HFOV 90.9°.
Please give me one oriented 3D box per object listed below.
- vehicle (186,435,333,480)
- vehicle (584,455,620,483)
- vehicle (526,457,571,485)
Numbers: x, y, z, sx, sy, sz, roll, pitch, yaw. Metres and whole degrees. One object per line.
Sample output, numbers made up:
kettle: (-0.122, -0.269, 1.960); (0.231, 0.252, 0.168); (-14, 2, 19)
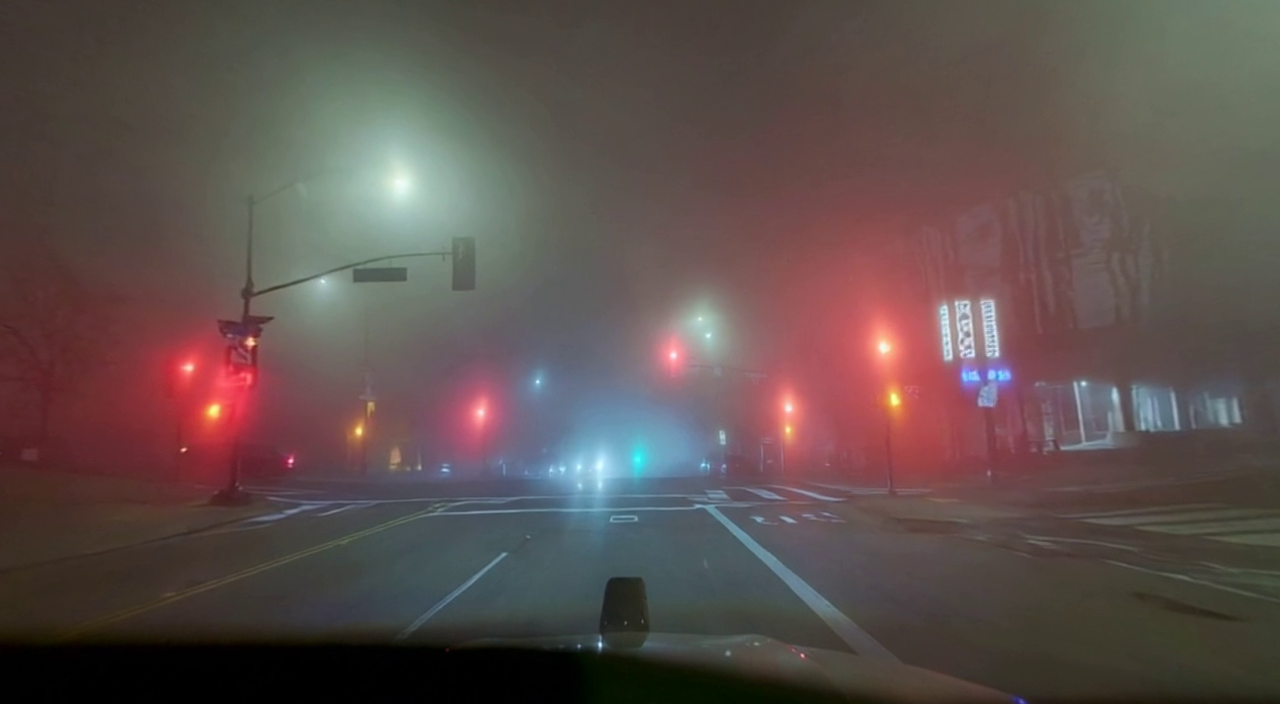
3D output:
vehicle: (-17.668, 4.900, 29.476); (5.376, 1.994, 2.196); (0, -8, 1)
vehicle: (-2.413, 7.613, 41.177); (1.981, 1.625, 4.399); (0, -8, 1)
vehicle: (-5.902, 7.735, 41.197); (2.167, 1.643, 4.518); (-1, -8, 2)
